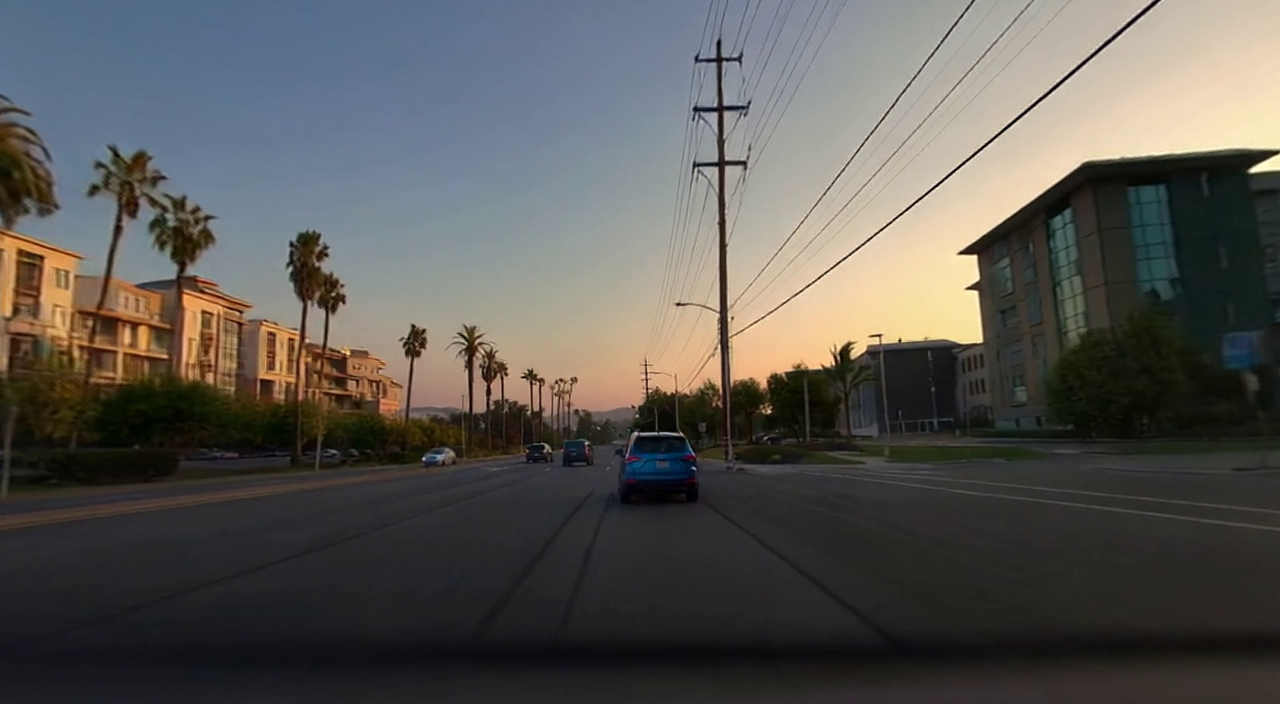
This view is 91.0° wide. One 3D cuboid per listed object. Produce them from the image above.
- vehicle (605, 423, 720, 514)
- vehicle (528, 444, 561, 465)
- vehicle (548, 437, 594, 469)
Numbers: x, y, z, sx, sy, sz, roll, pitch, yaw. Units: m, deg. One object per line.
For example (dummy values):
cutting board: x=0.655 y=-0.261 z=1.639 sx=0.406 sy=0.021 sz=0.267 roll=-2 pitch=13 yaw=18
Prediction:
vehicle: x=0.355 y=2.539 z=14.154 sx=2.198 sy=1.706 sz=4.166 roll=0 pitch=-9 yaw=-2
vehicle: x=-7.208 y=7.760 z=47.890 sx=1.910 sy=1.484 sz=3.980 roll=0 pitch=-9 yaw=0
vehicle: x=-4.049 y=6.029 z=37.768 sx=2.169 sy=1.796 sz=4.821 roll=0 pitch=-9 yaw=0
